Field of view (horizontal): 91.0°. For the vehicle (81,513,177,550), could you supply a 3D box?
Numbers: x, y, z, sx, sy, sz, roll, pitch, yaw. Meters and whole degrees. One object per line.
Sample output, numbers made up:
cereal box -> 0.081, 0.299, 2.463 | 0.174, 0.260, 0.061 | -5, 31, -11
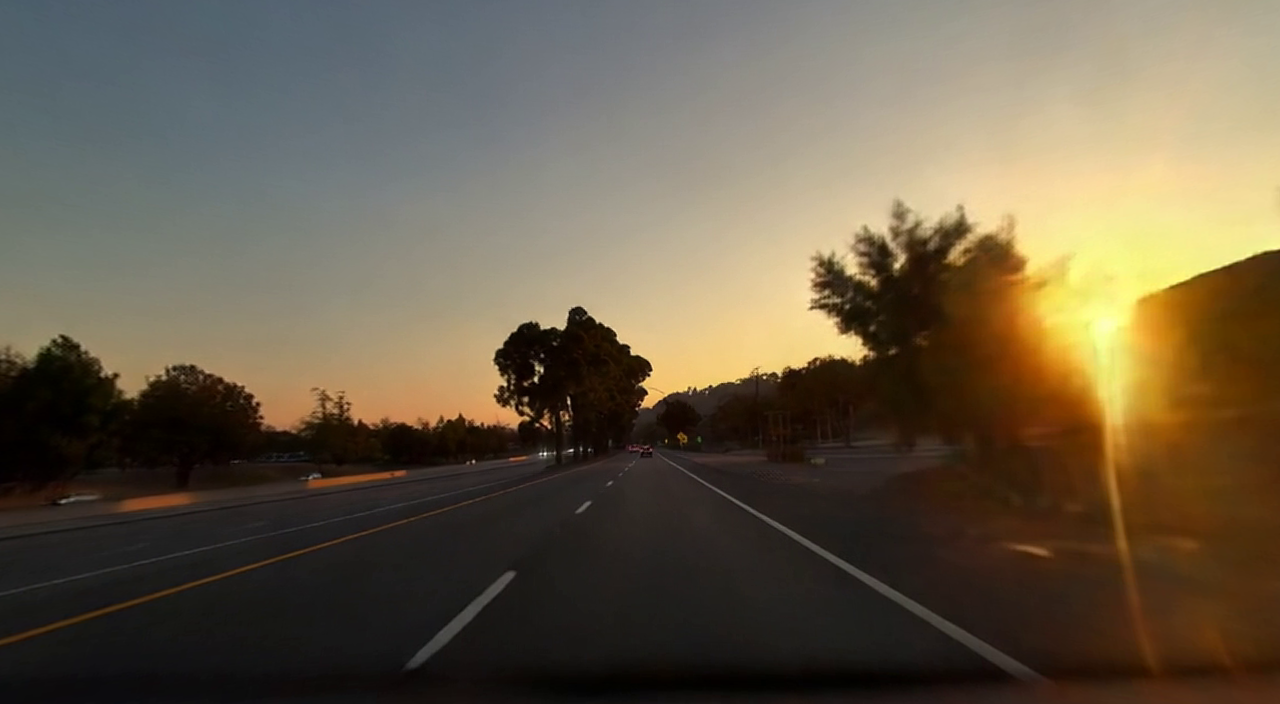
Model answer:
vehicle -> -30.498, 10.727, 37.796 | 1.775, 1.530, 4.579 | -2, -9, 3
